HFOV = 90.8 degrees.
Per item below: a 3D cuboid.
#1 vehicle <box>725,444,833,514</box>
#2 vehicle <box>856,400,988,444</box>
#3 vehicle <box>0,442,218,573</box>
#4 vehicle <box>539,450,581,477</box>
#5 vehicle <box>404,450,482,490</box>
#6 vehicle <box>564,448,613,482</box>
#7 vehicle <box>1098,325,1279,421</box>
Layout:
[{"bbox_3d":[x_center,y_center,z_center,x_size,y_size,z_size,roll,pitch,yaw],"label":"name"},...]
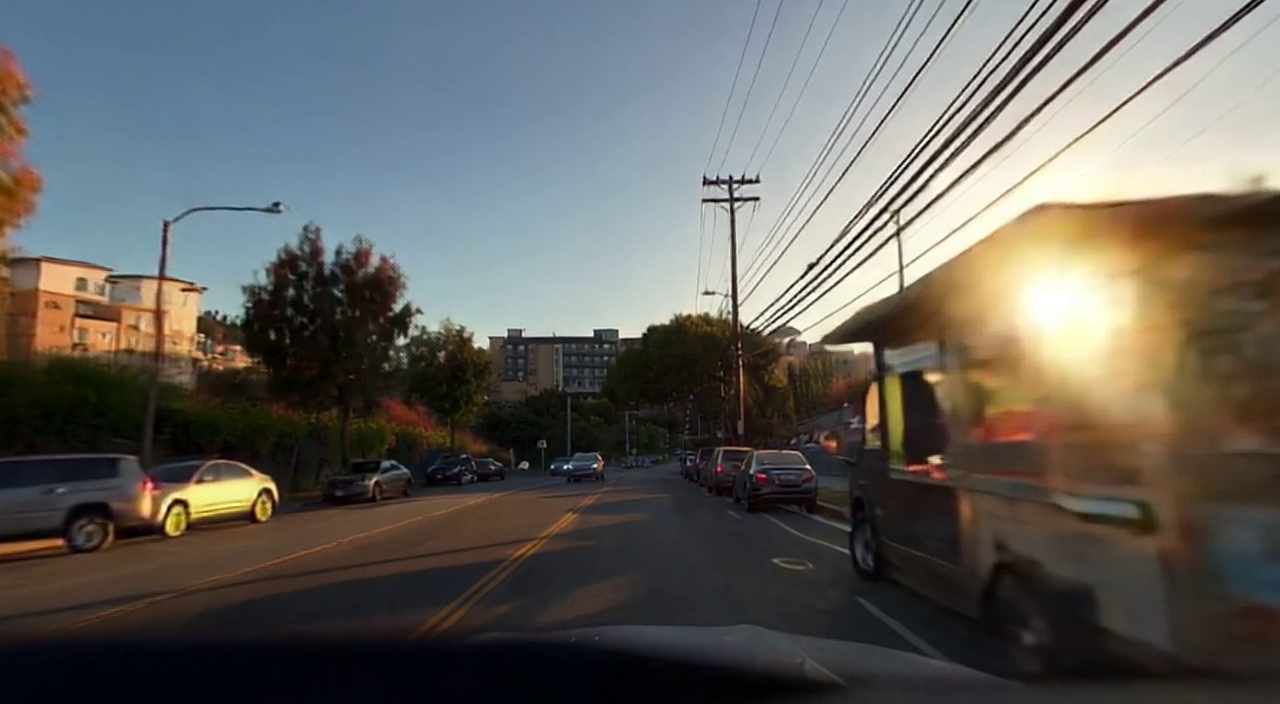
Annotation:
[{"bbox_3d":[3.609,3.370,17.322,1.936,1.641,4.434,0,-9,0],"label":"vehicle"},{"bbox_3d":[11.475,2.911,25.975,4.400,1.742,2.070,0,-8,0],"label":"vehicle"},{"bbox_3d":[-10.178,2.385,10.119,5.093,1.855,2.338,4,-10,-19],"label":"vehicle"},{"bbox_3d":[-5.876,8.340,46.912,2.081,1.760,4.598,-1,-13,6],"label":"vehicle"},{"bbox_3d":[-11.087,6.648,35.991,2.322,2.037,5.030,-1,-9,6],"label":"vehicle"},{"bbox_3d":[-2.774,6.224,35.000,2.103,1.721,4.473,-1,-9,3],"label":"vehicle"},{"bbox_3d":[11.290,0.458,11.969,3.808,1.620,1.749,0,-9,-1],"label":"vehicle"}]
